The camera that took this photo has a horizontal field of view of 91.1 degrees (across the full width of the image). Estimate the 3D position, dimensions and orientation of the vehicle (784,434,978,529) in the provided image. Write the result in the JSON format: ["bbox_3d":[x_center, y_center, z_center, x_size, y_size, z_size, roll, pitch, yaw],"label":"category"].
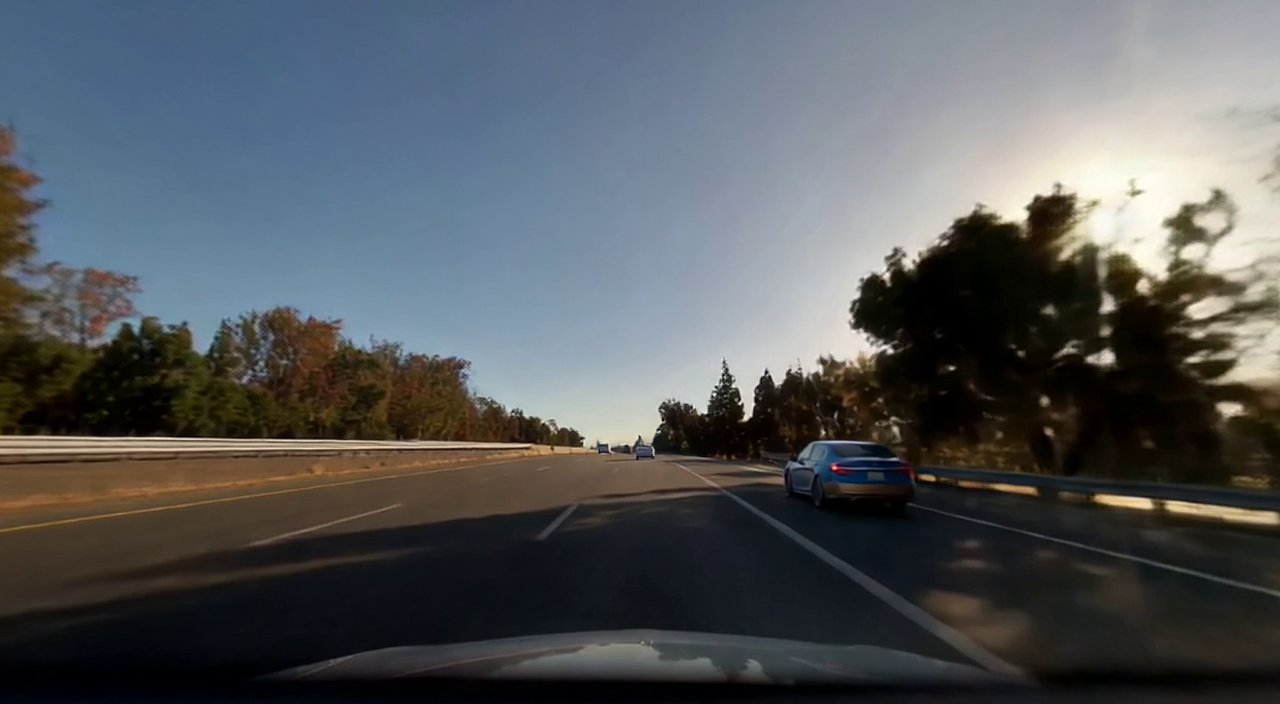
[{"bbox_3d":[4.453,2.444,12.549,2.008,1.524,4.598,0,-8,-1],"label":"vehicle"}]

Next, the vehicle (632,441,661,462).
[{"bbox_3d":[0.434,7.199,45.546,2.052,1.449,3.857,0,-8,0],"label":"vehicle"}]
